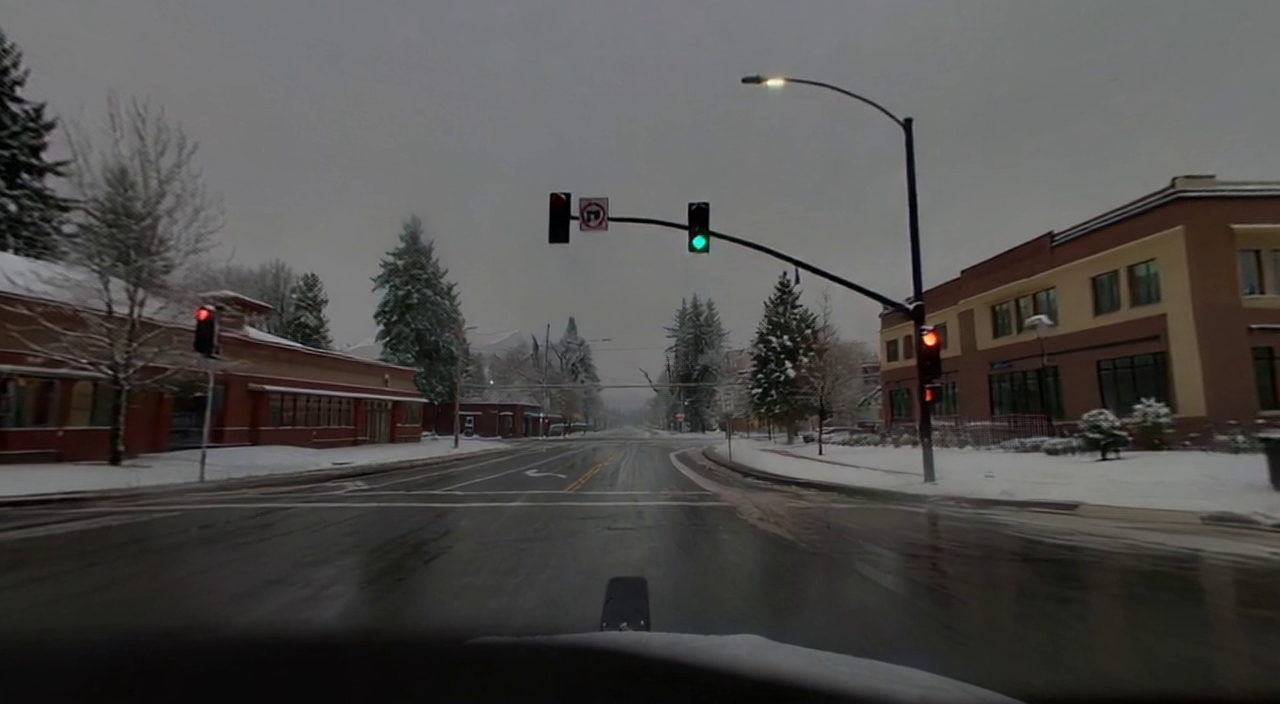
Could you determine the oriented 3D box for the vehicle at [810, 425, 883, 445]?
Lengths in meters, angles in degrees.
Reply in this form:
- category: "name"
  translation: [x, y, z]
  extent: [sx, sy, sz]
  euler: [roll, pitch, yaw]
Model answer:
- category: "vehicle"
  translation: [14.958, 6.041, 45.768]
  extent: [4.693, 1.437, 1.799]
  euler: [0, -8, 3]
